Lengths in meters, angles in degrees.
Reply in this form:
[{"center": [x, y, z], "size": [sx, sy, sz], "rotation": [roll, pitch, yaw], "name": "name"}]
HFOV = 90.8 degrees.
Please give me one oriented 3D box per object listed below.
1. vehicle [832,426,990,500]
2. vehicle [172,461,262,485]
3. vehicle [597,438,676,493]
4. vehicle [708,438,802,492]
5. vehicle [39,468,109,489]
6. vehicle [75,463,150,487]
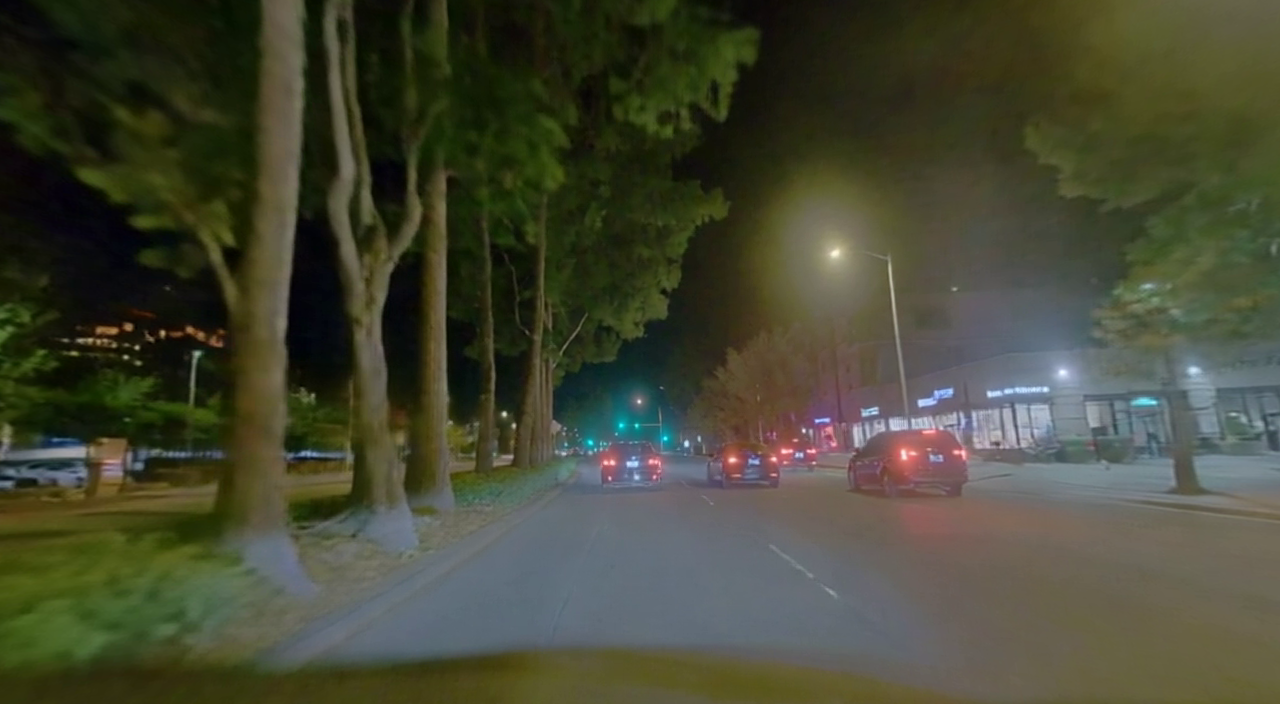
[{"center": [7.070, 2.957, 17.208], "size": [2.052, 1.708, 4.842], "rotation": [0, -9, -1], "name": "vehicle"}, {"center": [-28.230, 8.076, 42.283], "size": [4.693, 1.499, 1.838], "rotation": [0, -9, 0], "name": "vehicle"}, {"center": [-0.175, 3.347, 18.967], "size": [2.101, 1.444, 4.248], "rotation": [0, -9, -2], "name": "vehicle"}, {"center": [3.403, 3.428, 19.520], "size": [1.993, 1.477, 4.240], "rotation": [0, -9, -2], "name": "vehicle"}, {"center": [-43.932, 9.811, 49.146], "size": [1.926, 1.430, 3.780], "rotation": [0, -9, -1], "name": "vehicle"}, {"center": [-41.124, 9.607, 49.407], "size": [1.864, 1.585, 4.629], "rotation": [-2, -8, 0], "name": "vehicle"}]
